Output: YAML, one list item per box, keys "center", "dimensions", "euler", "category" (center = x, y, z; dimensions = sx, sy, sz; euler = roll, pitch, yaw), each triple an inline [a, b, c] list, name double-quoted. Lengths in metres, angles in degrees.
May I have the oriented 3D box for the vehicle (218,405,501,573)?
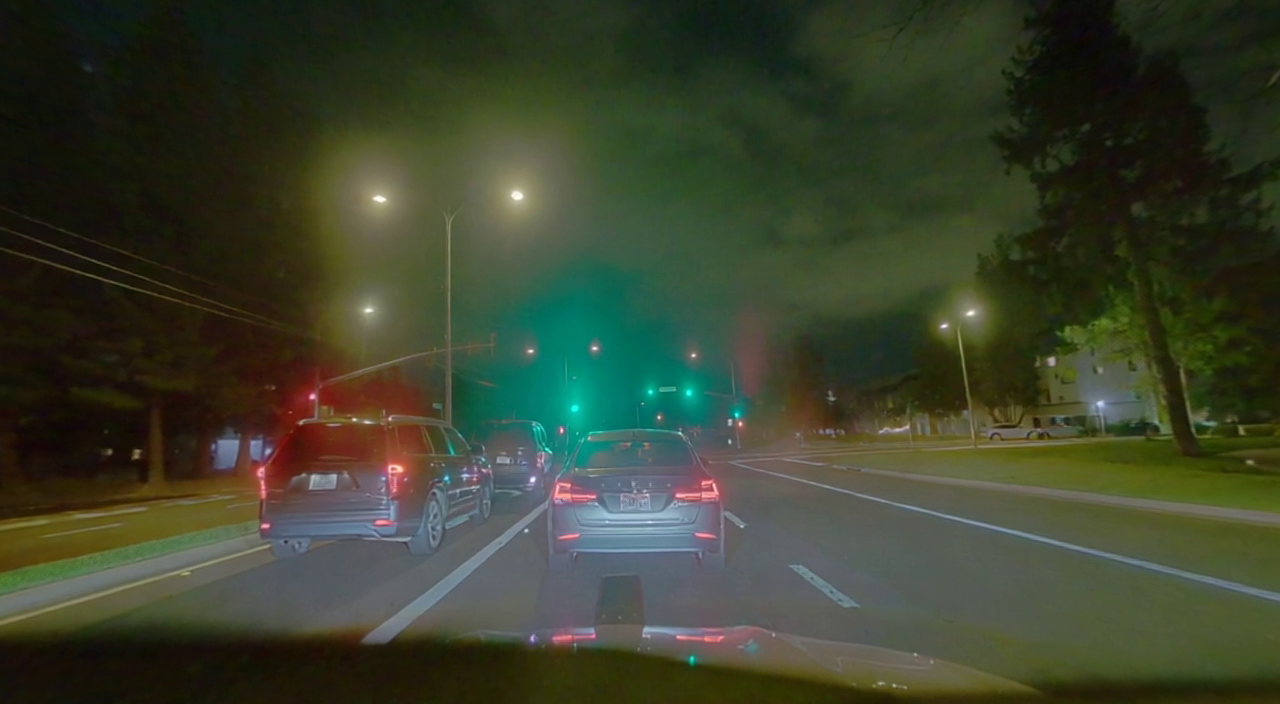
- center: [-3.424, 1.754, 8.824]
  dimensions: [2.046, 1.751, 4.208]
  euler: [0, -8, -1]
  category: "vehicle"

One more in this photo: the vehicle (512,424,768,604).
- center: [-0.053, 1.642, 7.312]
  dimensions: [2.126, 1.475, 3.967]
  euler: [0, -8, -2]
  category: "vehicle"
